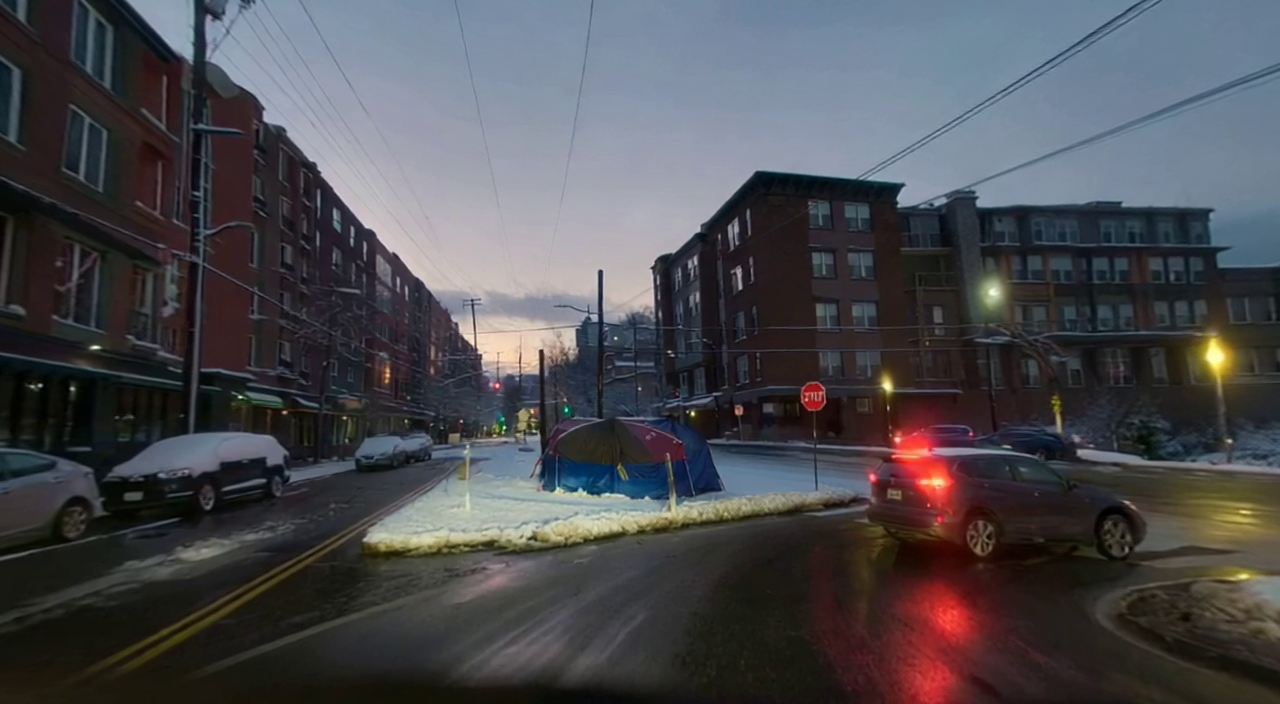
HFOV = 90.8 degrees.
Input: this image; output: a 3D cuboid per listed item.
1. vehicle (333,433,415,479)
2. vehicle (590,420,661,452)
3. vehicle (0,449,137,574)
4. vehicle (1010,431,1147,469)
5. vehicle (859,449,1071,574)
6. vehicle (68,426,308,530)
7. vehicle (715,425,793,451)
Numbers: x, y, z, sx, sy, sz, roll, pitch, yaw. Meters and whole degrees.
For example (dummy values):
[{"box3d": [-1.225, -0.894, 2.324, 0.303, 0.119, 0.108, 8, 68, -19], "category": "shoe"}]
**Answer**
[{"box3d": [-11.656, 4.573, 28.118, 2.054, 1.800, 5.212, 1, -8, -8], "category": "vehicle"}, {"box3d": [-1.060, 5.598, 41.850, 2.152, 1.970, 5.506, 5, -10, -32], "category": "vehicle"}, {"box3d": [-8.713, 1.989, 7.898, 1.763, 1.498, 4.483, 1, -9, -10], "category": "vehicle"}, {"box3d": [18.904, 4.251, 27.434, 1.790, 1.468, 4.422, 6, -11, -38], "category": "vehicle"}, {"box3d": [5.709, 2.530, 10.883, 1.945, 1.647, 4.160, -9, -12, 44], "category": "vehicle"}, {"box3d": [-9.430, 2.629, 13.925, 1.934, 1.798, 5.317, 1, -8, -8], "category": "vehicle"}, {"box3d": [6.946, 5.363, 39.090, 2.089, 1.506, 4.641, 5, -10, -33], "category": "vehicle"}]
